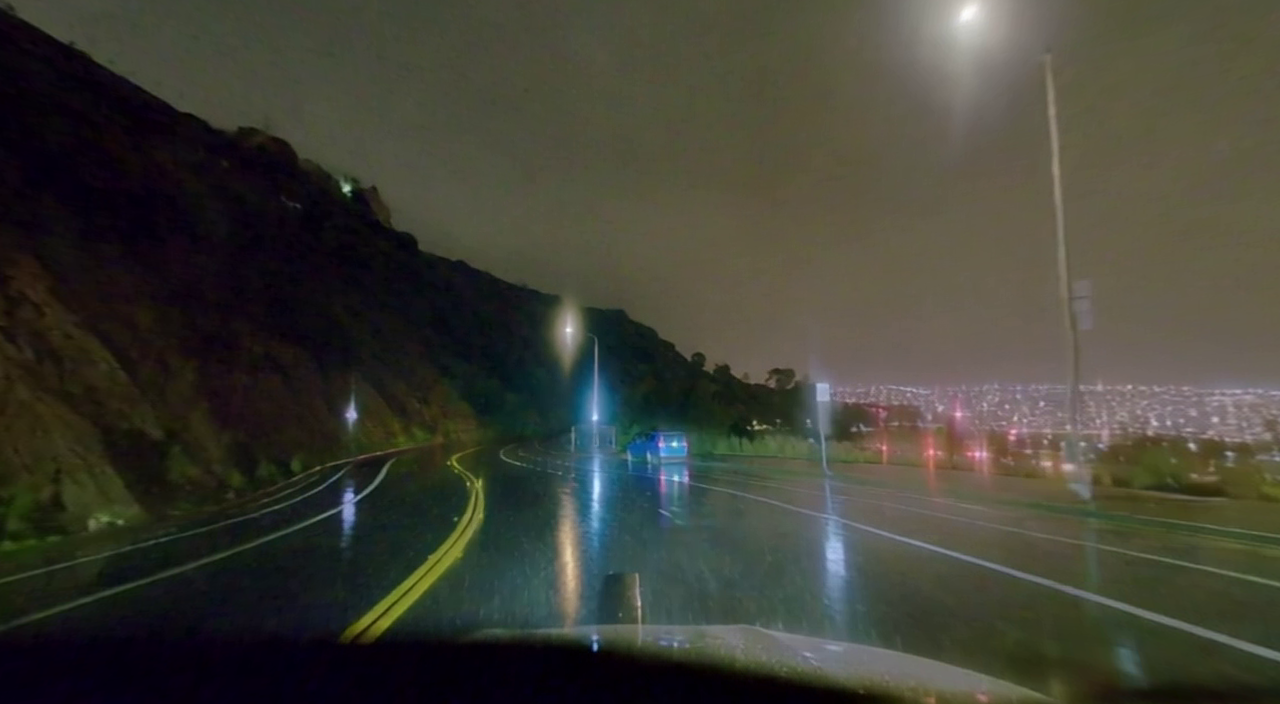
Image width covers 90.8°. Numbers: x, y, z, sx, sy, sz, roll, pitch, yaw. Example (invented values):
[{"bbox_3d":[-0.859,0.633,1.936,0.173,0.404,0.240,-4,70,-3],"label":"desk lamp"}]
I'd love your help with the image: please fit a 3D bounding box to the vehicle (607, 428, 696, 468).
[{"bbox_3d":[0.610,4.361,28.735,2.064,1.667,4.453,-5,-10,30],"label":"vehicle"}]
